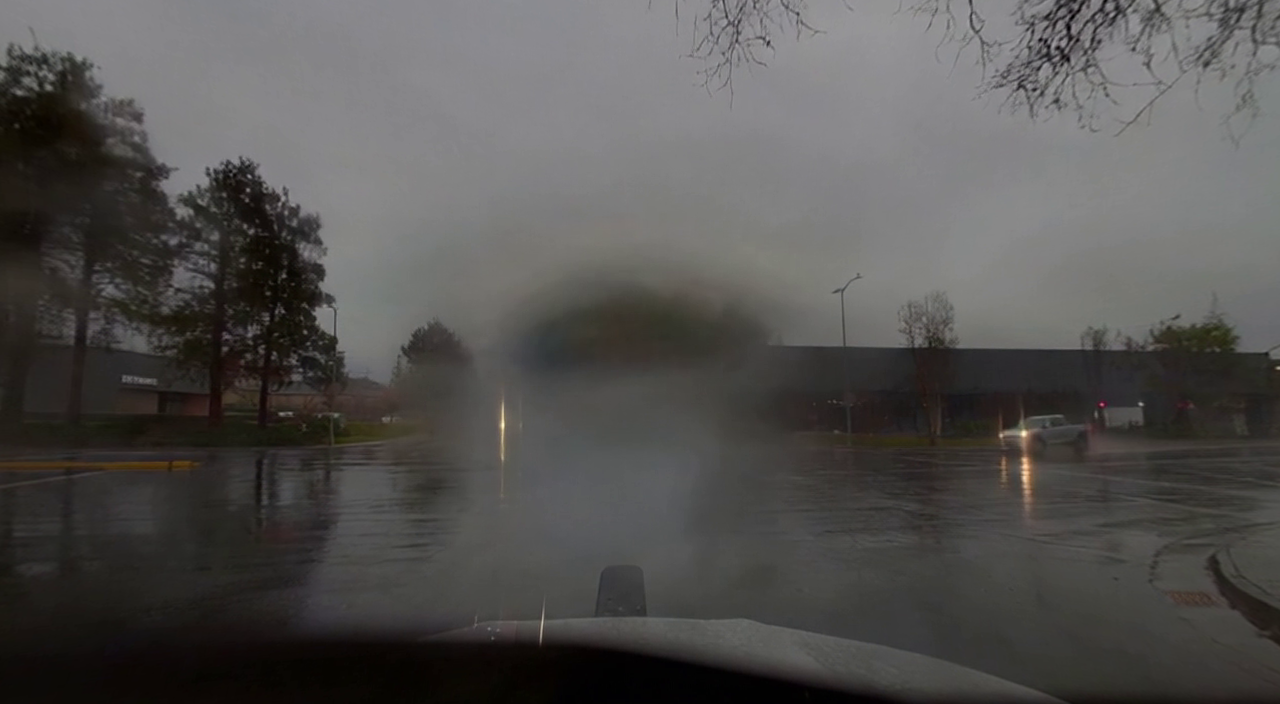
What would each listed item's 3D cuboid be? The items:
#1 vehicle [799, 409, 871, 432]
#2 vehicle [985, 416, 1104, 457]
[{"bbox_3d":[13.666,4.854,44.020,4.674,1.483,1.745,3,-9,-21],"label":"vehicle"},{"bbox_3d":[19.496,4.093,30.234,5.333,1.837,2.124,4,-9,-24],"label":"vehicle"}]
